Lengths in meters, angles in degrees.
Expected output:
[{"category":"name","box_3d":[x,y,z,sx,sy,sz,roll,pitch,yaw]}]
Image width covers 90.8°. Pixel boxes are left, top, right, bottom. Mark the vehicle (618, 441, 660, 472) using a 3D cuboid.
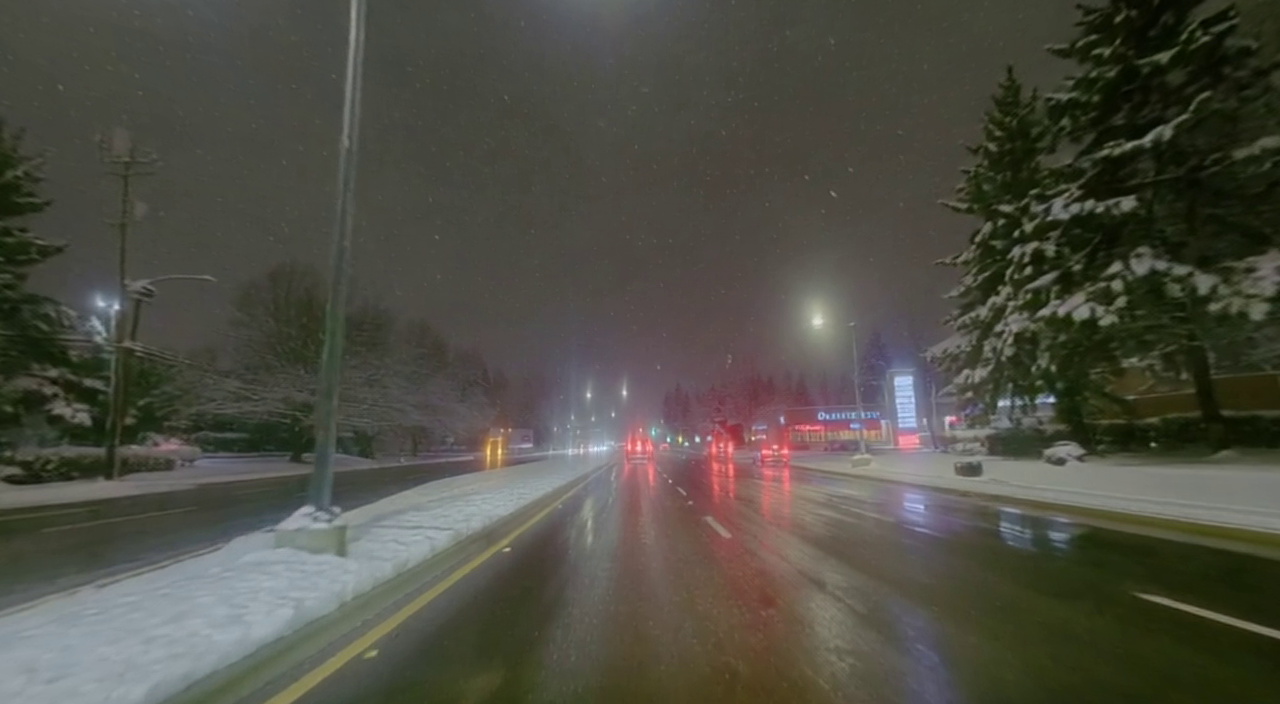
[{"category":"vehicle","box_3d":[-0.051,5.537,33.748,2.072,1.545,4.578,0,-8,0]}]
